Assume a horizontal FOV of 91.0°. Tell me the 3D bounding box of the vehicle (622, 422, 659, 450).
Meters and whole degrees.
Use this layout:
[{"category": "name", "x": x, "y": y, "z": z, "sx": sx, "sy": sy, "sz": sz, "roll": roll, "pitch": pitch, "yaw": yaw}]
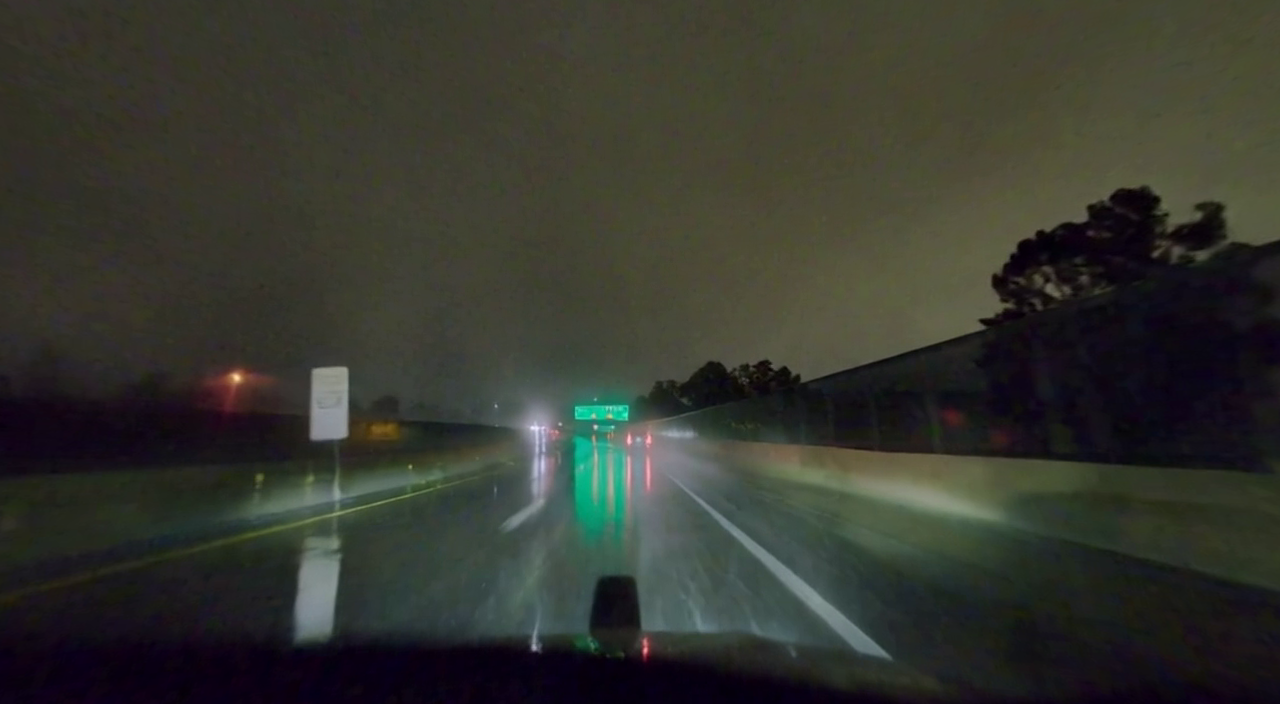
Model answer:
[{"category": "vehicle", "x": -0.027, "y": 5.460, "z": 40.749, "sx": 2.157, "sy": 1.647, "sz": 4.524, "roll": 0, "pitch": -8, "yaw": -3}]
